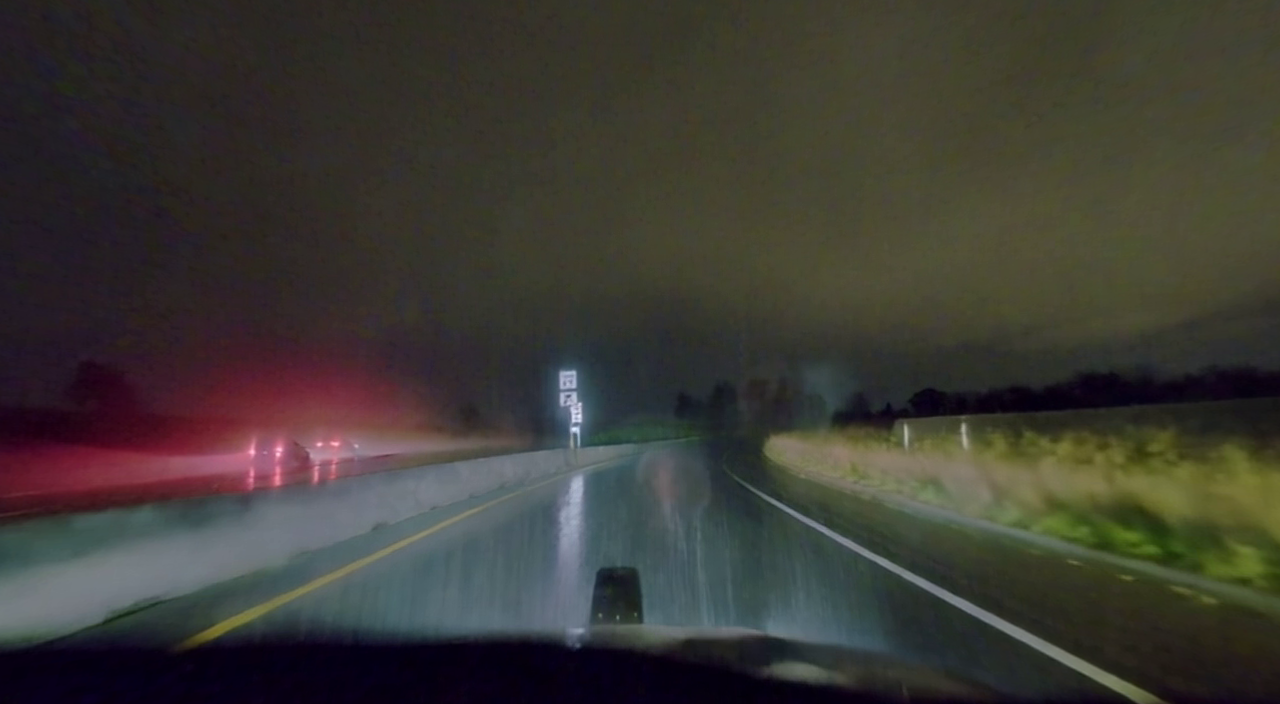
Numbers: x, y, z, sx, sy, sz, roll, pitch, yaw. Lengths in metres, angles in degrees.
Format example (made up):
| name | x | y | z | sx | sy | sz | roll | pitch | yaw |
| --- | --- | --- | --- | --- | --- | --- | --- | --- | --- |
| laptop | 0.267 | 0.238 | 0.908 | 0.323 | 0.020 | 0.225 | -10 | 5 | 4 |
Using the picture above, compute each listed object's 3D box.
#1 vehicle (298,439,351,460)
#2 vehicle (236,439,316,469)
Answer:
| name | x | y | z | sx | sy | sz | roll | pitch | yaw |
| --- | --- | --- | --- | --- | --- | --- | --- | --- | --- |
| vehicle | -23.864 | 7.365 | 47.732 | 1.880 | 1.509 | 4.775 | 0 | -8 | -5 |
| vehicle | -18.567 | 5.186 | 32.284 | 1.895 | 1.451 | 4.168 | 0 | -8 | -5 |
